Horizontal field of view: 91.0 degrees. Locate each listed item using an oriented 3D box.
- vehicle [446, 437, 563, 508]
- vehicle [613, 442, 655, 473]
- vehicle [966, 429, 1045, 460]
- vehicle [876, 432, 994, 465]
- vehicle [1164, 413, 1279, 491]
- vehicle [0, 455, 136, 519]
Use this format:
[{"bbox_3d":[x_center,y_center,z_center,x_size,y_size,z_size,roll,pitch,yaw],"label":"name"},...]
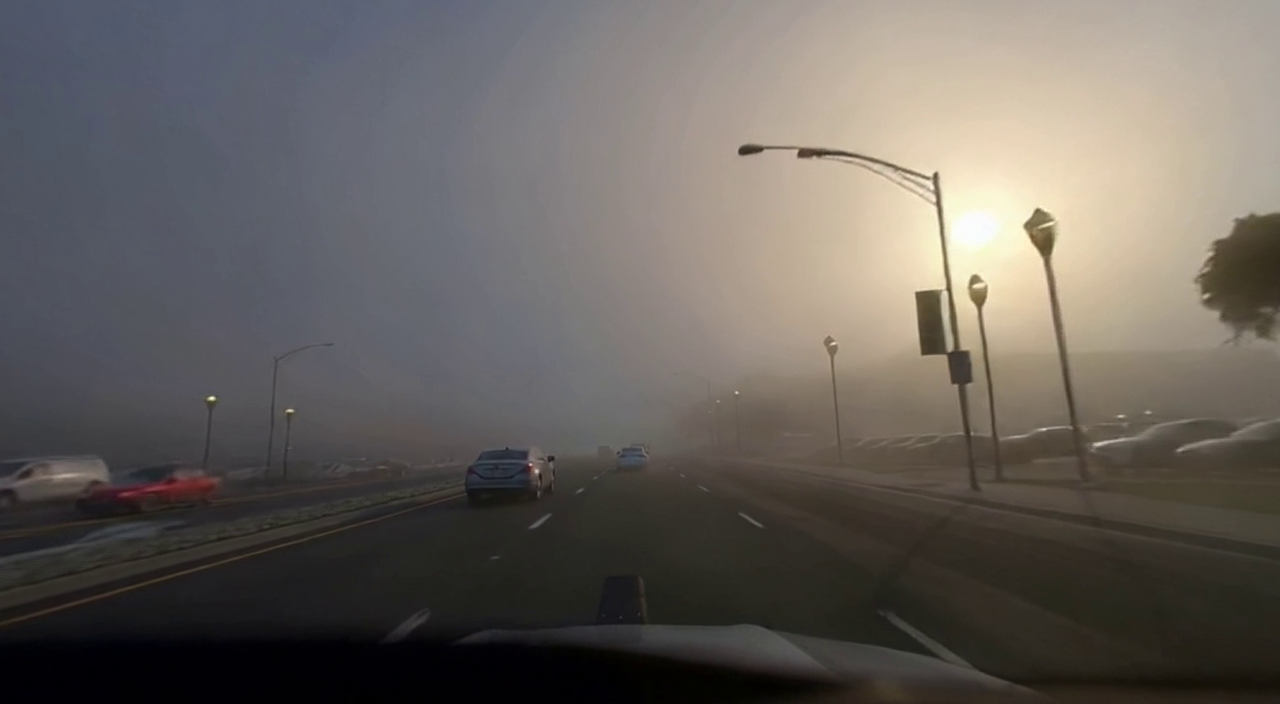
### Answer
[{"bbox_3d":[-3.178,2.920,15.734,1.939,1.496,4.309,0,-9,0],"label":"vehicle"},{"bbox_3d":[-0.328,5.385,32.370,2.019,1.459,4.005,0,-9,-1],"label":"vehicle"},{"bbox_3d":[19.185,4.897,33.267,1.813,1.503,3.864,0,-9,0],"label":"vehicle"},{"bbox_3d":[13.995,4.591,30.075,4.630,1.497,2.016,0,-9,0],"label":"vehicle"},{"bbox_3d":[14.365,2.128,13.560,4.249,1.527,2.094,0,-9,-1],"label":"vehicle"},{"bbox_3d":[-23.087,5.046,24.202,2.416,2.082,6.190,0,-9,-2],"label":"vehicle"}]
